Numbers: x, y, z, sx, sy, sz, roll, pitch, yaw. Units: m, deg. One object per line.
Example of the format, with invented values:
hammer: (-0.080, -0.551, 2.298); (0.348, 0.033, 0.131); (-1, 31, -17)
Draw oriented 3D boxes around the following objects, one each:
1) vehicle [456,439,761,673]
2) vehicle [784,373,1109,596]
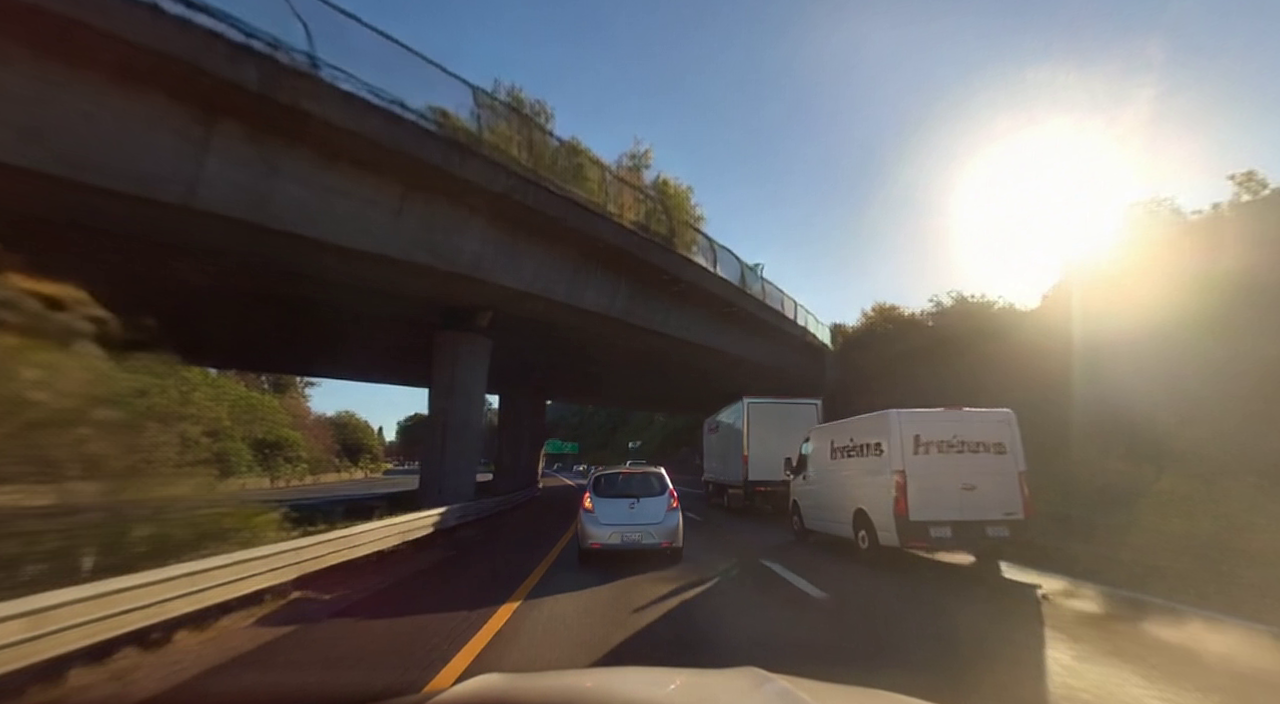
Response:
vehicle: (-0.245, 1.660, 5.897); (1.980, 1.493, 3.410); (1, -11, -2)
vehicle: (4.130, 2.005, 9.982); (2.328, 2.537, 5.290); (1, -11, -1)
